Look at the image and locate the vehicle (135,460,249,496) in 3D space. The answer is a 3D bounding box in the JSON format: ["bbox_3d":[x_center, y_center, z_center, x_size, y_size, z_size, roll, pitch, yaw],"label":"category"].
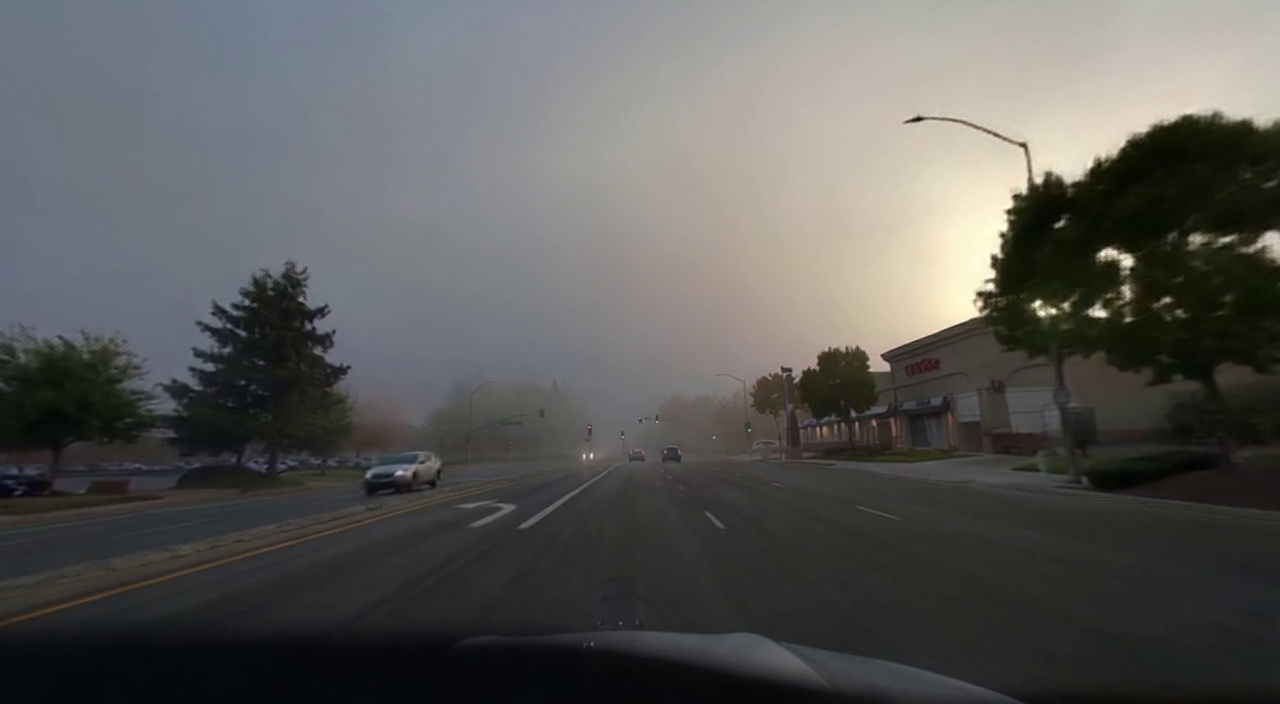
[{"bbox_3d":[-22.935,6.436,32.543,4.366,1.666,1.952,4,-10,-24],"label":"vehicle"}]

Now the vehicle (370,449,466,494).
[{"bbox_3d":[-8.314,4.487,24.177,1.958,1.534,4.598,0,-9,1],"label":"vehicle"}]

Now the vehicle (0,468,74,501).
[{"bbox_3d":[-31.513,6.568,31.474,4.511,1.480,1.959,1,-9,-4],"label":"vehicle"}]
